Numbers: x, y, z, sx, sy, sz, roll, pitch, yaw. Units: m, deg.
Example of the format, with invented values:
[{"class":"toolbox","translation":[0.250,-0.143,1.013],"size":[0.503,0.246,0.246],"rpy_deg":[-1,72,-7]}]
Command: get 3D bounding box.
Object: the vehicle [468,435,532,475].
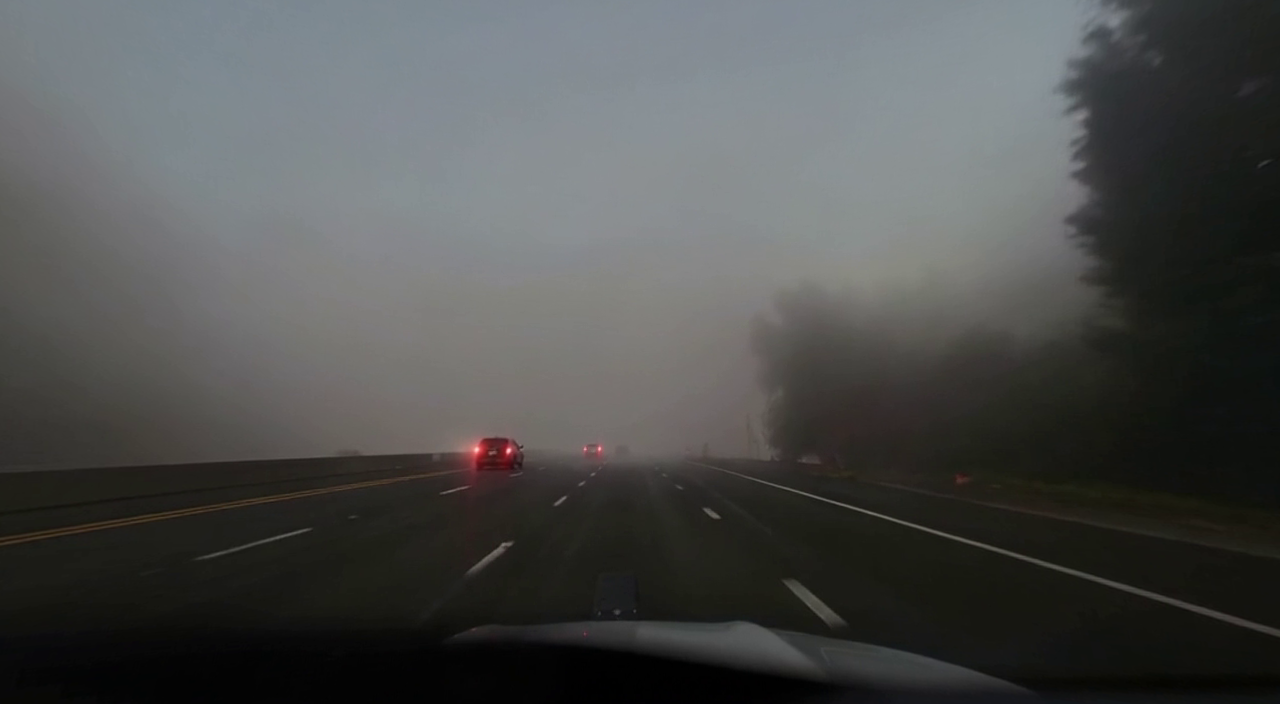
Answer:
[{"class":"vehicle","translation":[-6.582,4.886,30.212],"size":[2.036,1.758,4.529],"rpy_deg":[0,-9,-1]}]
